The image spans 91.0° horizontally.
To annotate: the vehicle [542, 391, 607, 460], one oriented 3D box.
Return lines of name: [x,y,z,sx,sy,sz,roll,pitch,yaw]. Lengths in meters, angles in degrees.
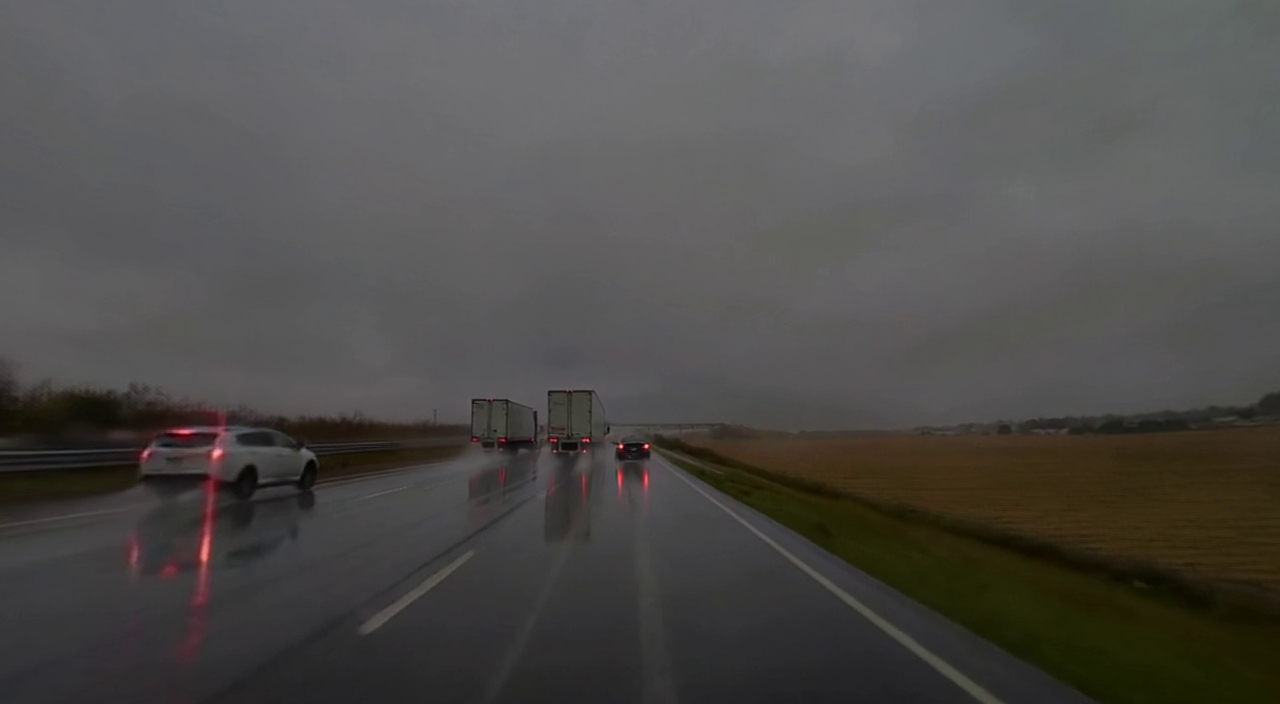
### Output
vehicle: [-4.282,5.496,45.449,3.475,4.037,17.454,0,-8,-2]

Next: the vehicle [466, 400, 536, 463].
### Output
vehicle: [-8.137,4.788,37.812,2.728,3.405,7.096,0,-8,-2]

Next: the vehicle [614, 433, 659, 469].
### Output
vehicle: [-0.228,4.375,27.976,1.891,1.477,3.599,0,-8,-2]

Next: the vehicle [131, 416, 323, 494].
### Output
vehicle: [-11.122,2.813,17.531,2.153,1.841,4.790,0,-8,-1]
